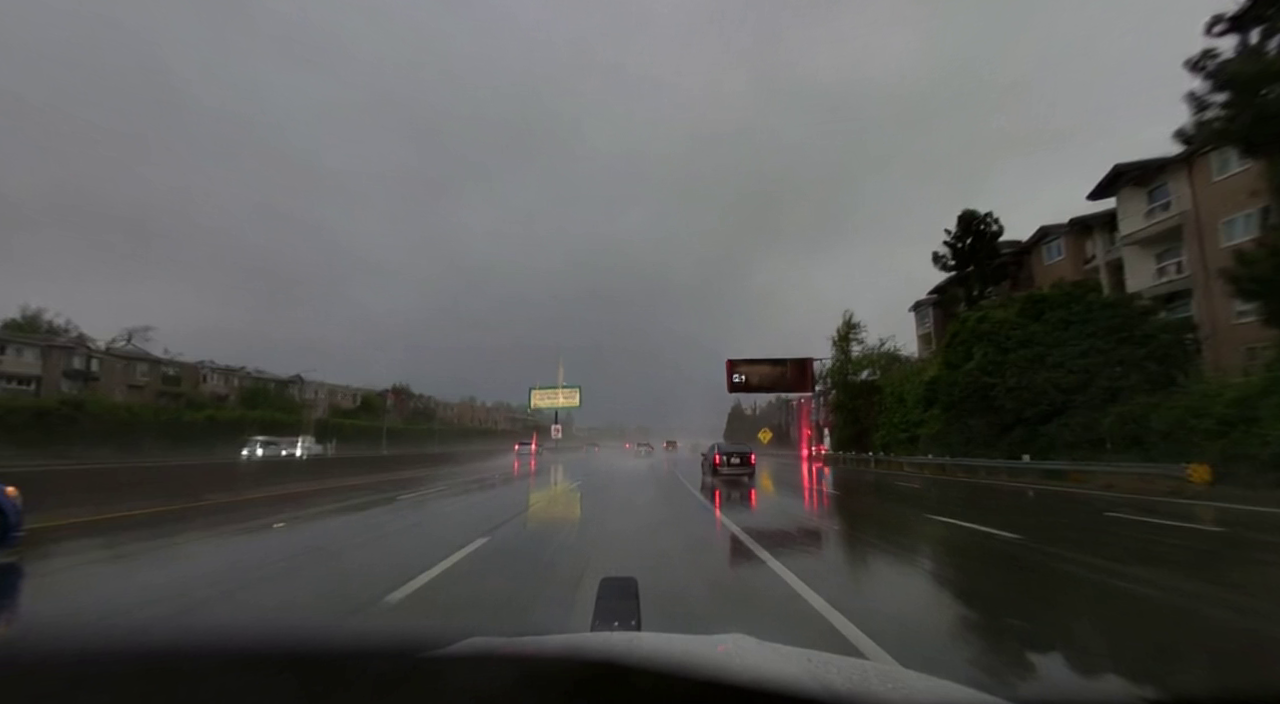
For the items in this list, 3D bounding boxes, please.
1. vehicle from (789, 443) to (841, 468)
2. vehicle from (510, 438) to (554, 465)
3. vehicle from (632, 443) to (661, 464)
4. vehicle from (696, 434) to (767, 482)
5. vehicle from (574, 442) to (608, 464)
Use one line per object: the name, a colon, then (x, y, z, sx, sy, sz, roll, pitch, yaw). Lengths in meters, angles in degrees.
vehicle: (11.035, 6.557, 40.227, 2.061, 1.459, 4.273, 0, -9, 0)
vehicle: (-7.238, 6.718, 42.648, 2.057, 1.733, 4.589, 0, -9, 1)
vehicle: (0.450, 7.337, 45.747, 1.992, 1.431, 4.055, 0, -9, 0)
vehicle: (3.501, 4.150, 24.987, 2.080, 1.694, 4.286, 0, -9, -1)
vehicle: (-3.458, 7.207, 45.140, 2.002, 1.466, 4.378, 0, -9, 1)
